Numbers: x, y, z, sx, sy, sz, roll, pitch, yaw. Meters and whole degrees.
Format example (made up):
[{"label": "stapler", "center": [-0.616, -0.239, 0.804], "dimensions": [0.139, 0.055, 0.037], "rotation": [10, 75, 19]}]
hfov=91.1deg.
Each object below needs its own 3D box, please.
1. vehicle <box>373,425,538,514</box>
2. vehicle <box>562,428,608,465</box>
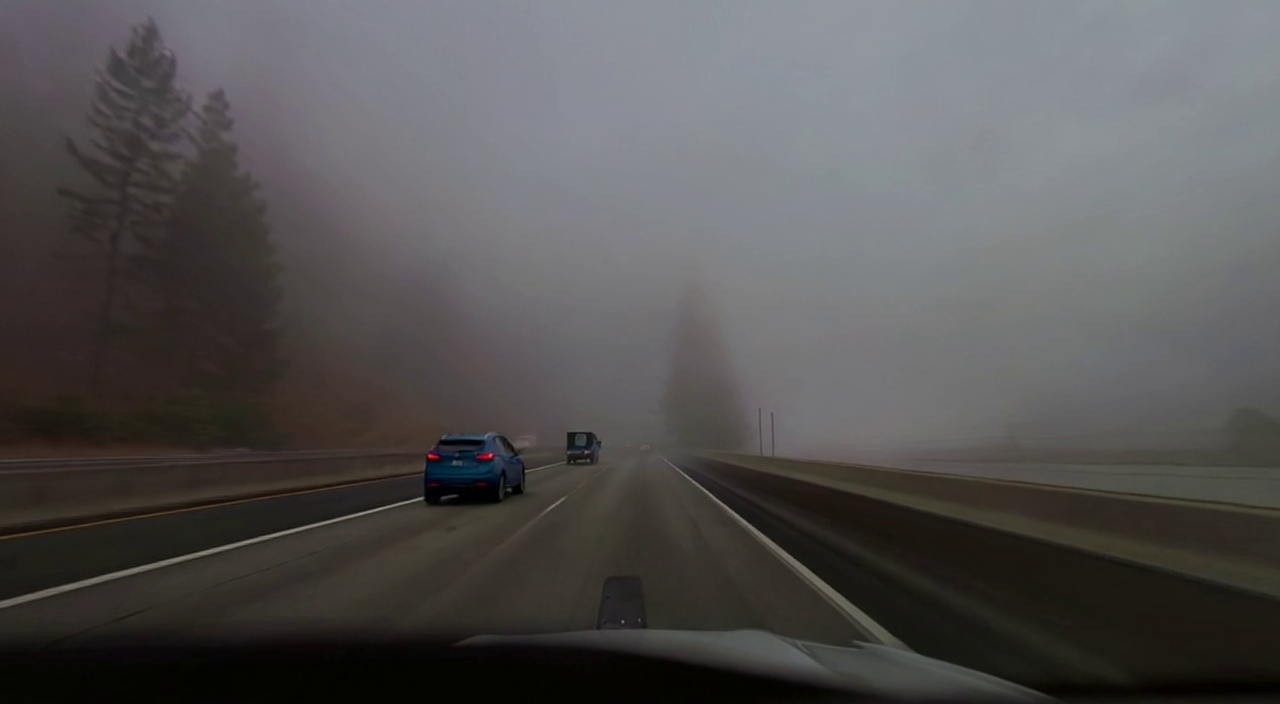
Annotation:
[{"label": "vehicle", "center": [-3.705, 2.462, 13.677], "dimensions": [2.053, 1.589, 4.671], "rotation": [0, -8, 1]}, {"label": "vehicle", "center": [-3.301, 5.823, 38.593], "dimensions": [2.241, 2.095, 4.985], "rotation": [0, -8, 2]}]
